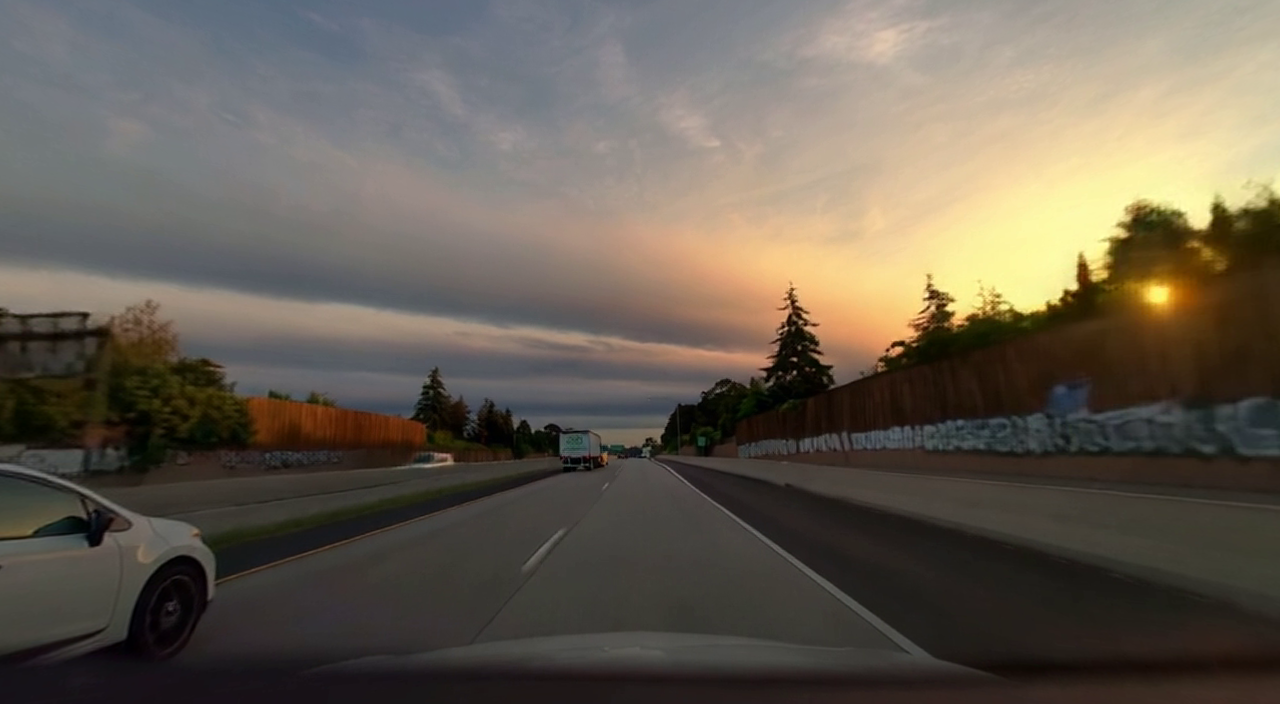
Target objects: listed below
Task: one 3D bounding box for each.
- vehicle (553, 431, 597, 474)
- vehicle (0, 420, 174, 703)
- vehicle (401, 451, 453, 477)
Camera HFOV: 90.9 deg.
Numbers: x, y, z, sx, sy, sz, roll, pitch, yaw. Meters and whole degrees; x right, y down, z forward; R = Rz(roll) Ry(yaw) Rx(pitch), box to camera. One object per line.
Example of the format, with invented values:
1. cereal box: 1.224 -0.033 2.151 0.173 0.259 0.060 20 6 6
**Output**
1. vehicle: -4.118 6.488 40.707 2.305 2.517 5.486 0 -9 0
2. vehicle: -4.413 0.947 2.260 2.024 1.476 4.466 0 -9 1
3. vehicle: -13.193 6.938 39.239 1.822 1.492 4.091 0 -9 0
